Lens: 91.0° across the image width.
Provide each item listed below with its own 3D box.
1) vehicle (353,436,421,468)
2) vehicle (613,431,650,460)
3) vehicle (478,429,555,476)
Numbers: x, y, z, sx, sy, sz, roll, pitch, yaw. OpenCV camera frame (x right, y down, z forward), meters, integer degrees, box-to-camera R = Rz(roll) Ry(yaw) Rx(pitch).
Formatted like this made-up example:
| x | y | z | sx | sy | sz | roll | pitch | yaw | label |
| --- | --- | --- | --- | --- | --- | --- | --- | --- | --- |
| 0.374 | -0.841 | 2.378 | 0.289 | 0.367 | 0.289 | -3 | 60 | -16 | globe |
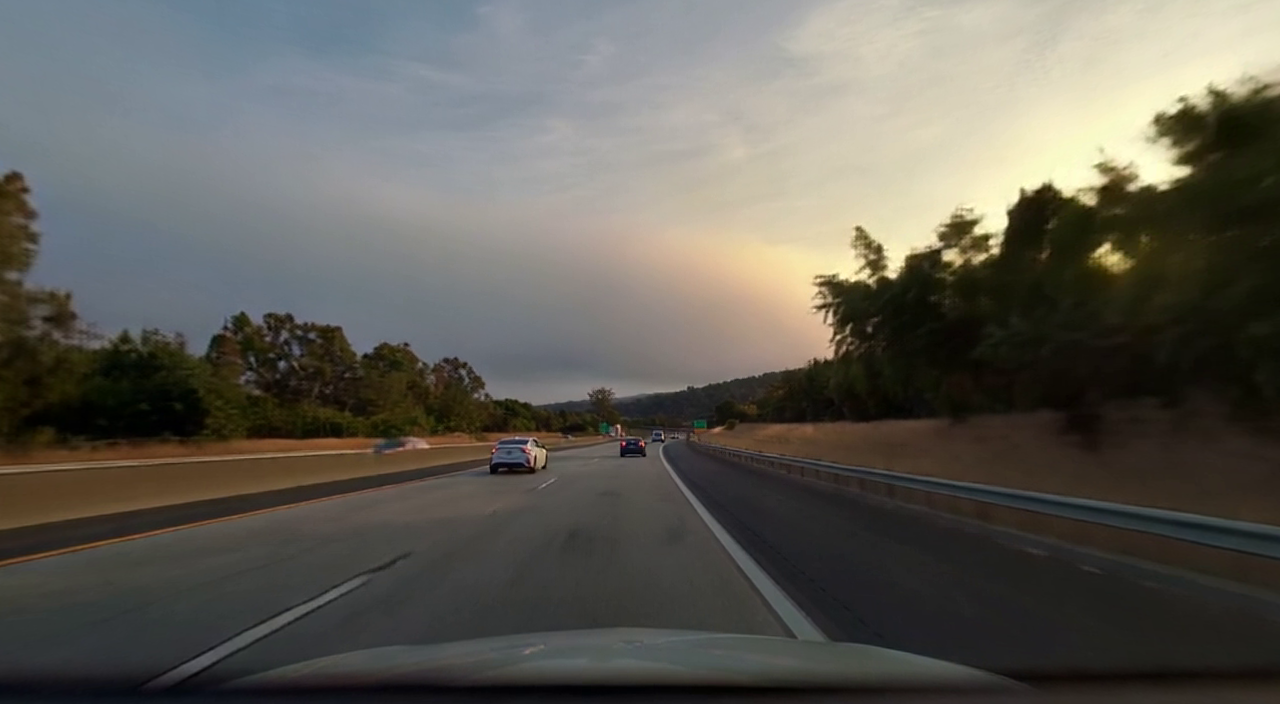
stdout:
| x | y | z | sx | sy | sz | roll | pitch | yaw | label |
| --- | --- | --- | --- | --- | --- | --- | --- | --- | --- |
| -13.425 | 5.330 | 33.671 | 1.953 | 1.575 | 4.181 | -1 | -8 | 0 | vehicle |
| -0.531 | 5.706 | 38.296 | 2.146 | 1.636 | 4.026 | 0 | -8 | -1 | vehicle |
| -4.760 | 3.939 | 24.894 | 2.075 | 1.653 | 4.317 | -1 | -8 | 1 | vehicle |
